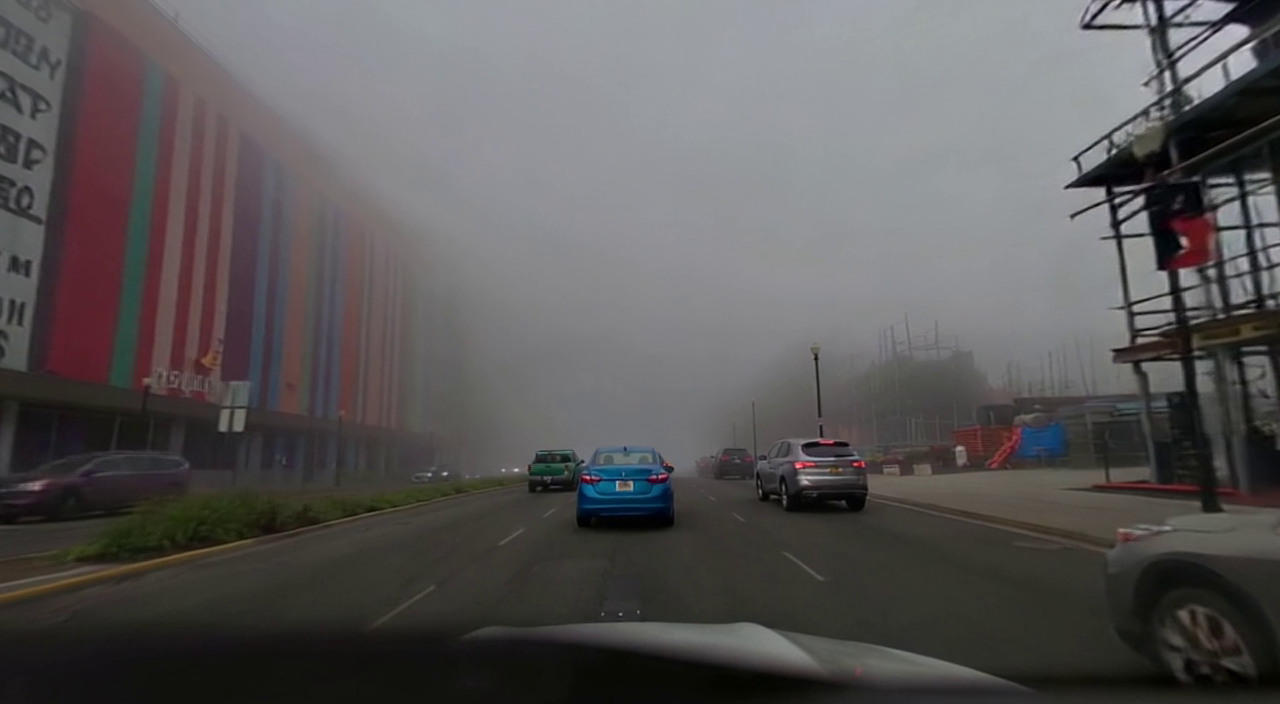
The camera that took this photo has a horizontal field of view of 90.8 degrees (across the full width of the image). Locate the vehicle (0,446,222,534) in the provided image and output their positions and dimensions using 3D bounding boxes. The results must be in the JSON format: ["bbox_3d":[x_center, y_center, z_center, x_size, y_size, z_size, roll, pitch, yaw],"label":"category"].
[{"bbox_3d":[-13.120,3.230,15.558,2.136,1.764,4.855,-1,-8,3],"label":"vehicle"}]

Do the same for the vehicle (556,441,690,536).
[{"bbox_3d":[-0.203,2.491,12.231,2.131,1.496,4.193,0,-8,2],"label":"vehicle"}]

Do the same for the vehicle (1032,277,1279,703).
[{"bbox_3d":[3.561,0.517,1.251,2.182,1.954,5.341,0,-8,1],"label":"vehicle"}]

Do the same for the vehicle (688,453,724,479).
[{"bbox_3d":[4.442,7.744,43.052,2.115,1.636,4.104,0,-8,2],"label":"vehicle"}]

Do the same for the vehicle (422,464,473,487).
[{"bbox_3d":[-14.572,9.330,48.058,2.078,1.496,4.769,-1,-8,4],"label":"vehicle"}]

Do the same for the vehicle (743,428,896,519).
[{"bbox_3d":[4.007,2.807,15.167,2.185,1.797,4.934,0,-8,0],"label":"vehicle"}]
